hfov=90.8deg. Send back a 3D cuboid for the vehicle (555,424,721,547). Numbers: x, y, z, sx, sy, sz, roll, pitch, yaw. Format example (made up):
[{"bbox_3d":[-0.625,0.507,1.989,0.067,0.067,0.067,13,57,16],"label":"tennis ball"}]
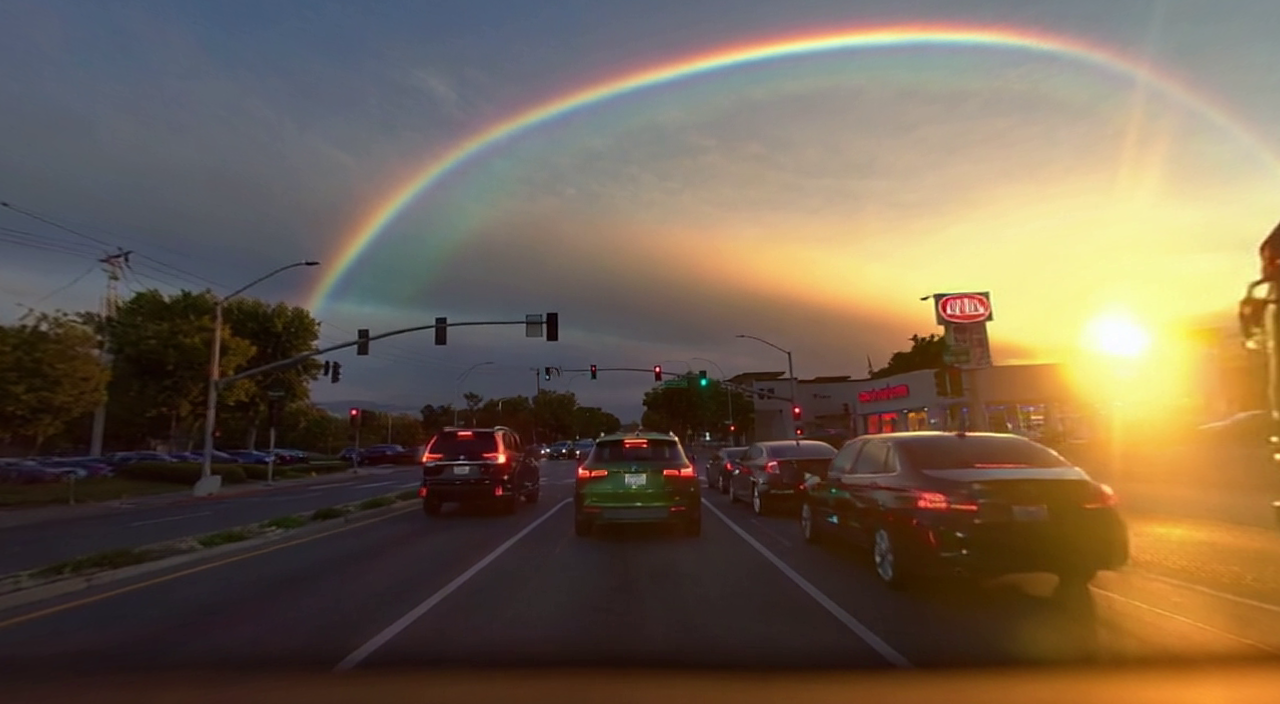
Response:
[{"bbox_3d":[-0.027,1.959,9.855,2.071,1.525,3.723,0,-9,0],"label":"vehicle"}]

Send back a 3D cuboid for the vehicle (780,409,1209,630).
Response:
[{"bbox_3d":[2.937,1.481,6.591,1.922,1.508,4.330,0,-9,0],"label":"vehicle"}]

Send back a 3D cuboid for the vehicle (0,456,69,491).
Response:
[{"bbox_3d":[-27.878,5.303,27.606,3.838,1.433,1.967,4,-10,-28],"label":"vehicle"}]

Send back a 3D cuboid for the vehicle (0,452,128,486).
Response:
[{"bbox_3d":[-28.058,5.628,30.710,4.469,1.498,1.908,4,-9,-24],"label":"vehicle"}]

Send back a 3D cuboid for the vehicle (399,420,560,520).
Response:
[{"bbox_3d":[-3.058,2.382,13.190,2.180,1.708,4.397,0,-9,0],"label":"vehicle"}]
